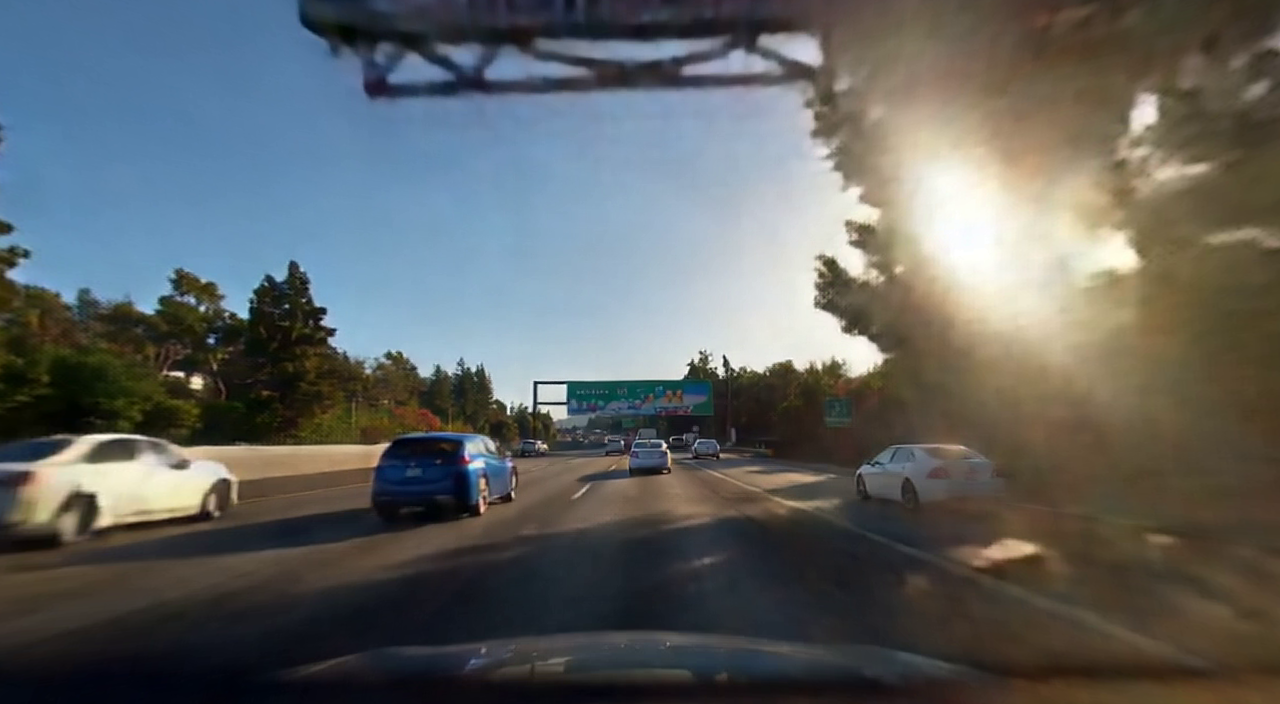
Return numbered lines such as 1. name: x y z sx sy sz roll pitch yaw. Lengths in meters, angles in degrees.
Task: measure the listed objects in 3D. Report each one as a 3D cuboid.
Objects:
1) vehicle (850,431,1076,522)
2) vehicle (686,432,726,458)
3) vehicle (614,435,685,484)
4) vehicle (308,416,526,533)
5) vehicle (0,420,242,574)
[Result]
1. vehicle: 5.963 2.334 12.430 2.030 1.442 4.358 0 -8 -2
2. vehicle: 4.711 6.750 45.728 2.261 1.781 4.709 0 -8 -1
3. vehicle: 0.282 3.542 21.021 2.113 1.464 4.073 0 -8 0
4. vehicle: -3.521 2.053 11.236 1.927 1.586 5.142 0 -8 1
5. vehicle: -7.241 1.626 7.591 1.932 1.497 4.458 0 -8 1
